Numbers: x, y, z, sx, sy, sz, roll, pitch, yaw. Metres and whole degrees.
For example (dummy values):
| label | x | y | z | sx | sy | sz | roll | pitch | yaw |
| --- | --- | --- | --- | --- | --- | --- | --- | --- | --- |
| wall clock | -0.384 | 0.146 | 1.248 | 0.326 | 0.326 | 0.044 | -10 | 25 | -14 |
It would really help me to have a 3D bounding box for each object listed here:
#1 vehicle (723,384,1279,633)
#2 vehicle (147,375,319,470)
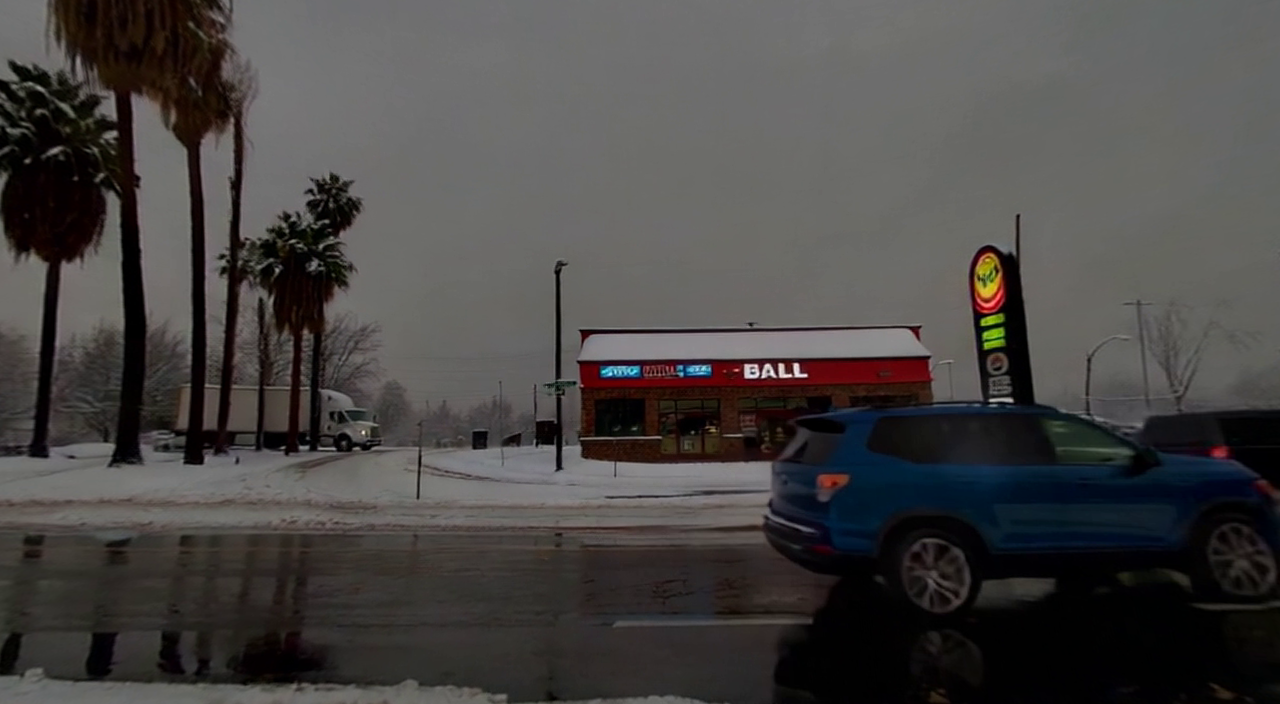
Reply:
| label | x | y | z | sx | sy | sz | roll | pitch | yaw |
| --- | --- | --- | --- | --- | --- | --- | --- | --- | --- |
| vehicle | 3.194 | 1.255 | 5.683 | 4.493 | 1.728 | 2.137 | 0 | -8 | -3 |
| vehicle | -18.767 | 3.459 | 30.019 | 3.034 | 3.929 | 7.699 | 0 | -8 | -1 |
